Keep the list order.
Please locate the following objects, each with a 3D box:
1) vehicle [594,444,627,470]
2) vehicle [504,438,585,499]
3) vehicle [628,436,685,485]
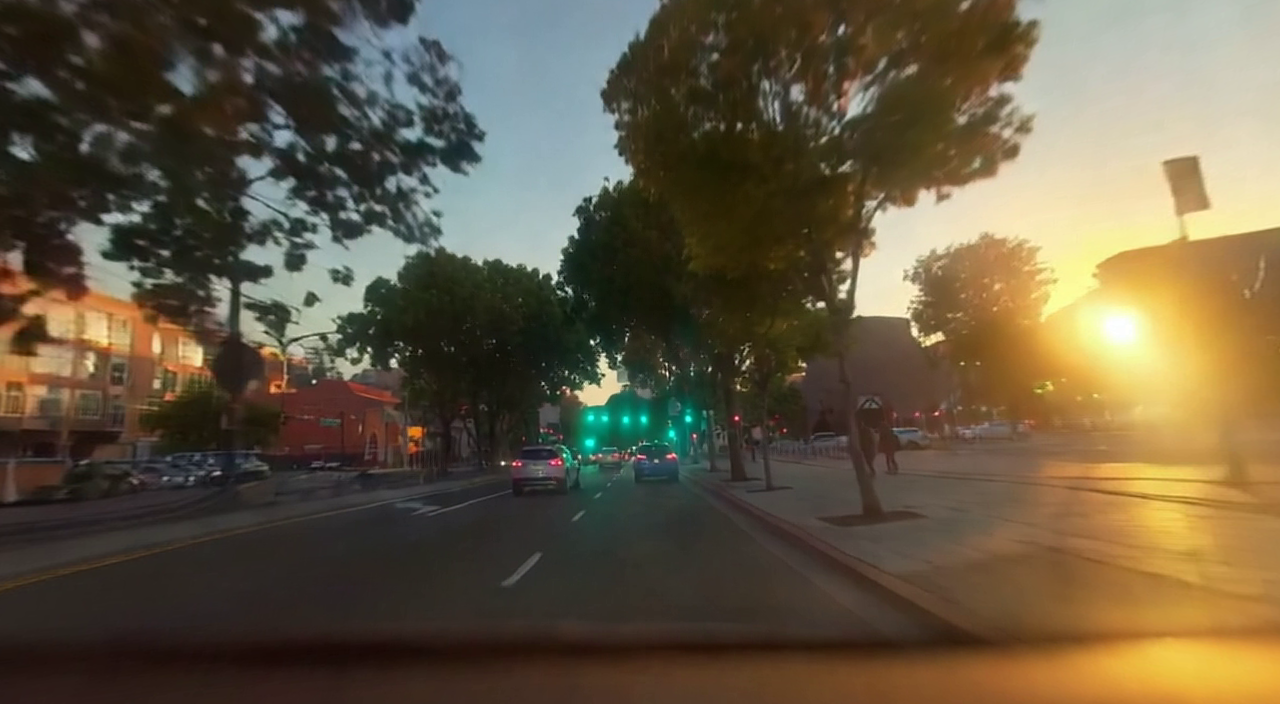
[{"bbox_3d":[-2.173,7.975,48.112,2.220,1.847,4.587,-1,-9,1],"label":"vehicle"},{"bbox_3d":[-2.948,3.694,20.342,1.940,1.722,3.823,-1,-9,1],"label":"vehicle"},{"bbox_3d":[0.639,4.355,25.552,2.120,1.758,3.917,-1,-9,1],"label":"vehicle"}]
